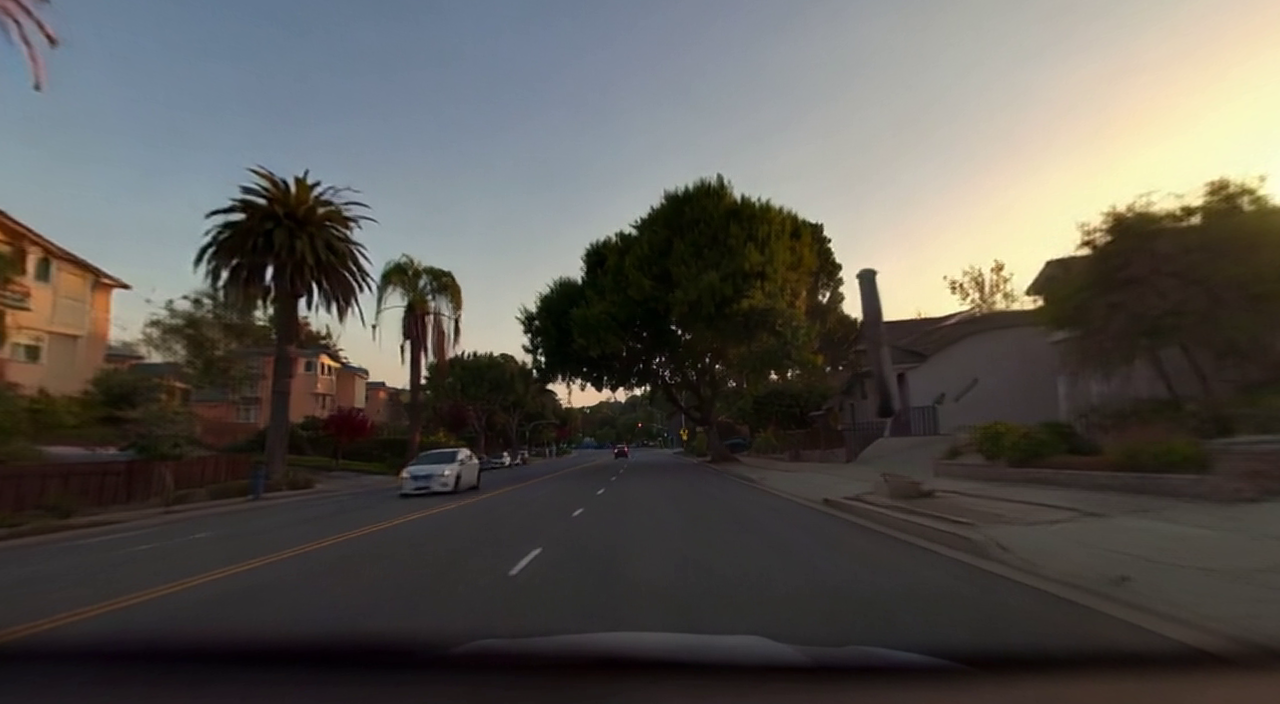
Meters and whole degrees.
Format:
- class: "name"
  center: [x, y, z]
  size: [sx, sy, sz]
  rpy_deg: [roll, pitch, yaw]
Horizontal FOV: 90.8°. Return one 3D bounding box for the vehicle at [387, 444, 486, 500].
- class: "vehicle"
  center: [-7.227, 4.265, 22.996]
  size: [1.992, 1.802, 4.602]
  rpy_deg: [-1, -8, 1]
